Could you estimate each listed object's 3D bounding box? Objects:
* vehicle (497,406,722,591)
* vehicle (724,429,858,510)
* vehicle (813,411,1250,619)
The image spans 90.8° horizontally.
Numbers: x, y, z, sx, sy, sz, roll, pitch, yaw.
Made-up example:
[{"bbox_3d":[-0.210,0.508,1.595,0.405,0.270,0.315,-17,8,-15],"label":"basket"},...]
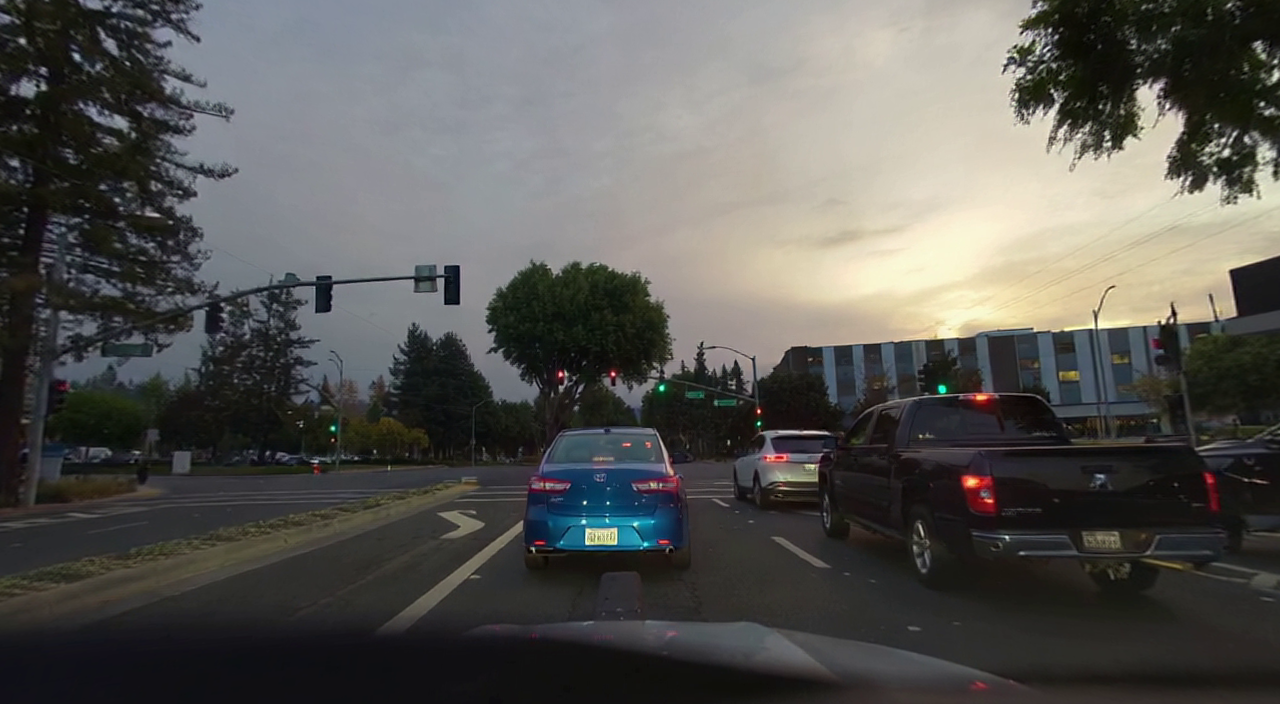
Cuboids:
[{"bbox_3d":[-0.273,1.611,7.680,2.037,1.674,3.693,0,-8,0],"label":"vehicle"},{"bbox_3d":[3.359,2.718,15.057,2.031,1.626,4.264,0,-8,-1],"label":"vehicle"},{"bbox_3d":[3.602,1.571,7.139,1.955,1.550,4.587,0,-8,-1],"label":"vehicle"}]
